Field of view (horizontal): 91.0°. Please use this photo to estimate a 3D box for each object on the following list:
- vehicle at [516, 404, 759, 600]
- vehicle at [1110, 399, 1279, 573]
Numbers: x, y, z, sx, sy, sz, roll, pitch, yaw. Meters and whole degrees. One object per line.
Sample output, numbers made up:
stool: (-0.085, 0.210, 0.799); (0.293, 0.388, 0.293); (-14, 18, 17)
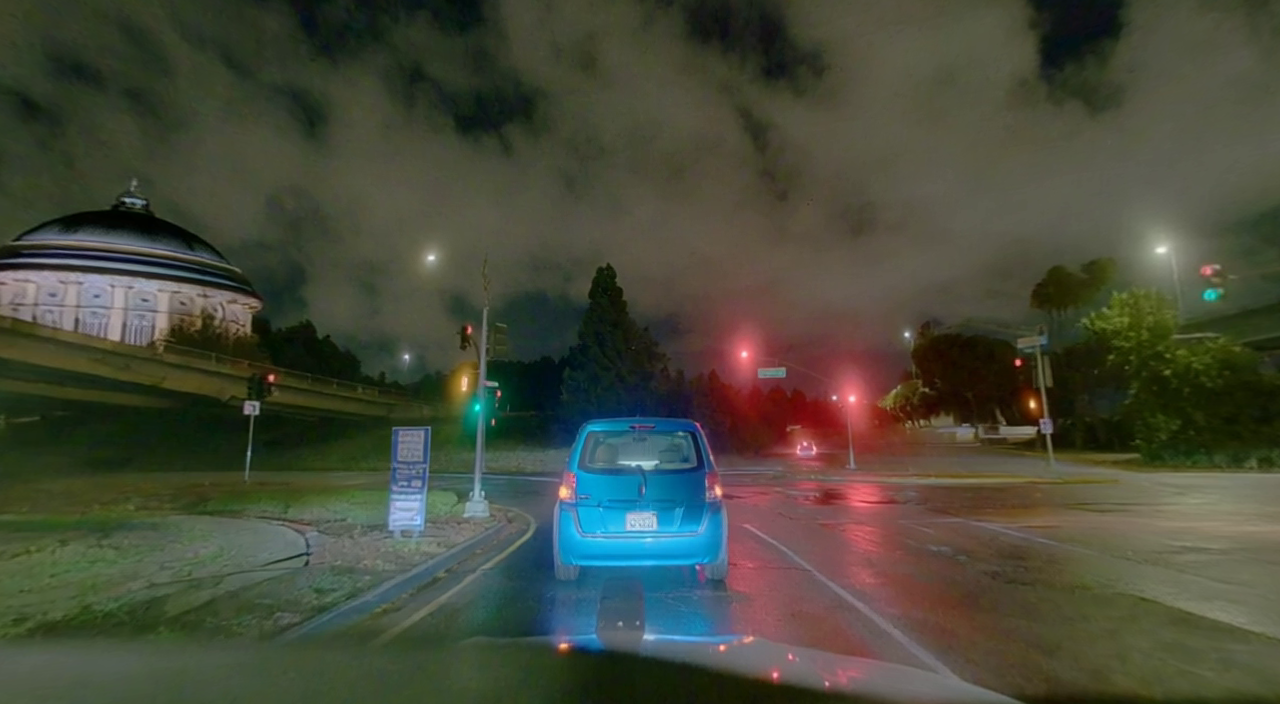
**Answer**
vehicle: (0.015, 1.514, 7.107); (1.976, 1.584, 3.772); (0, -9, 1)
vehicle: (7.620, 1.379, 6.452); (2.055, 1.776, 4.646); (0, -9, 1)
